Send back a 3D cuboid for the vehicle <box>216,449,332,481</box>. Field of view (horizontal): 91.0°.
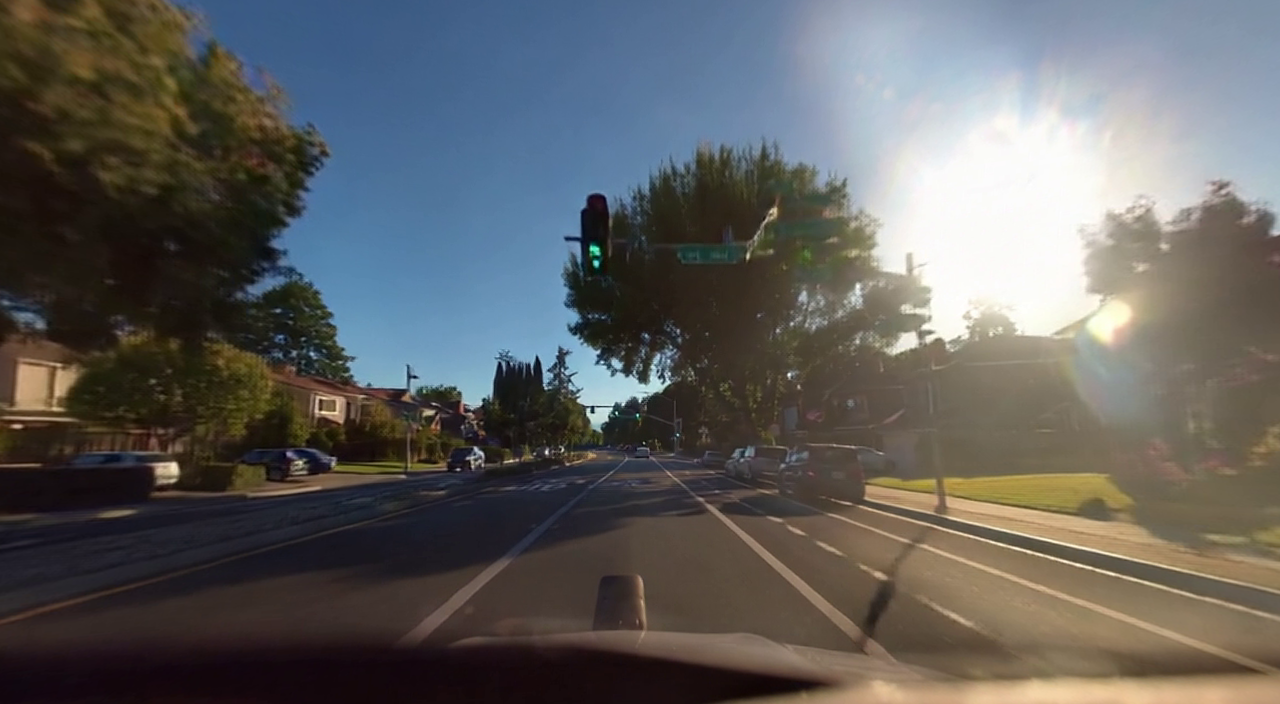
[{"bbox_3d":[-17.638,5.443,30.497,4.349,1.457,1.997,0,-9,-1],"label":"vehicle"}]

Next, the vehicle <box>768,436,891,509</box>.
[{"bbox_3d":[5.319,3.422,18.348,2.164,1.729,4.488,3,-9,-1],"label":"vehicle"}]

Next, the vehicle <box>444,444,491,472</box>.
[{"bbox_3d":[-11.892,7.376,43.671,2.061,1.760,4.569,-1,-10,-1],"label":"vehicle"}]

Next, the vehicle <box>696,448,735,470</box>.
[{"bbox_3d":[5.326,7.601,45.036,2.002,1.461,4.673,1,-9,-2],"label":"vehicle"}]

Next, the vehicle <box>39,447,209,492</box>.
[{"bbox_3d":[-18.121,4.111,22.252,4.355,1.482,1.794,0,-9,0],"label":"vehicle"}]
